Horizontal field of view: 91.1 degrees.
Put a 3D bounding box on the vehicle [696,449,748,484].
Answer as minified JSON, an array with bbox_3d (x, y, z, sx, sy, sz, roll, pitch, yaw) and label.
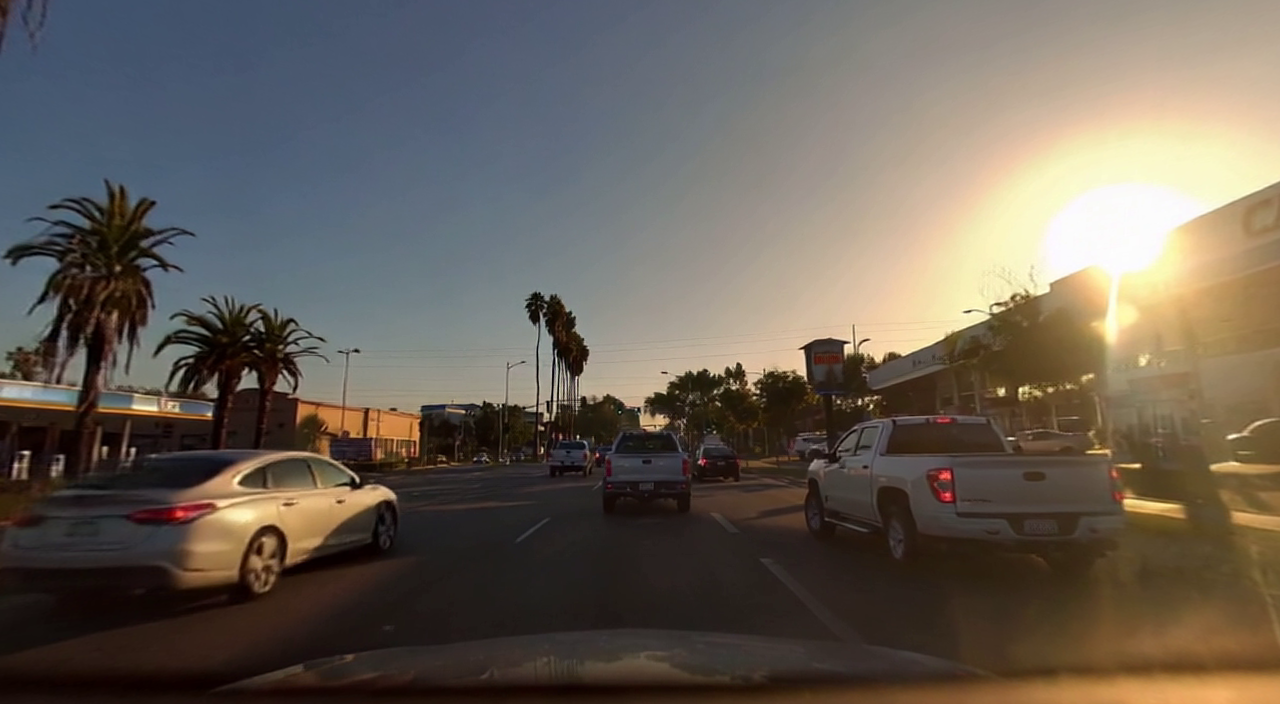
[{"bbox_3d":[3.648,5.153,28.521,1.901,1.401,3.965,0,-8,1],"label":"vehicle"}]

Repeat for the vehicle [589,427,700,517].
[{"bbox_3d":[0.140,2.882,15.747,2.295,1.835,5.471,0,-8,1],"label":"vehicle"}]

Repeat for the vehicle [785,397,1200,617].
[{"bbox_3d":[3.597,1.702,8.086,2.120,1.828,5.531,0,-8,0],"label":"vehicle"}]

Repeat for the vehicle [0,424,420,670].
[{"bbox_3d":[-4.088,1.561,6.314,1.983,1.502,4.720,0,-8,1],"label":"vehicle"}]

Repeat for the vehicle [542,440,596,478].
[{"bbox_3d":[-3.574,5.509,32.511,2.071,1.811,4.605,0,-8,2],"label":"vehicle"}]
